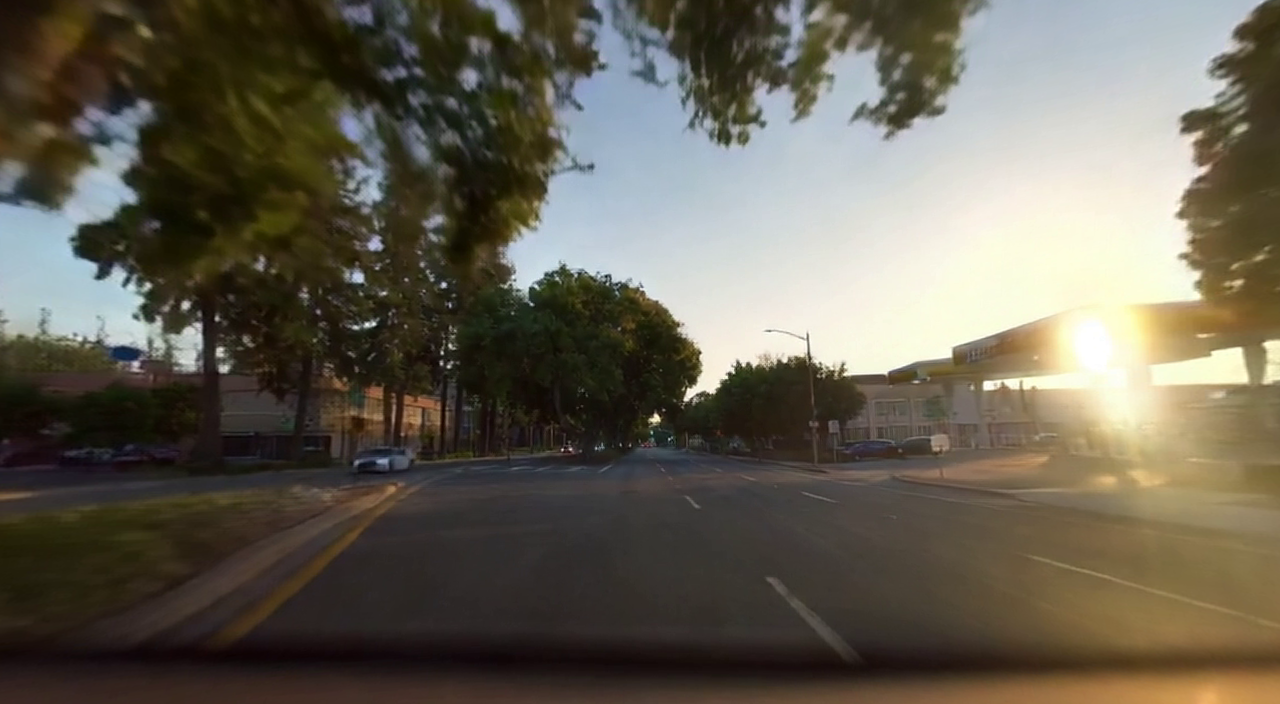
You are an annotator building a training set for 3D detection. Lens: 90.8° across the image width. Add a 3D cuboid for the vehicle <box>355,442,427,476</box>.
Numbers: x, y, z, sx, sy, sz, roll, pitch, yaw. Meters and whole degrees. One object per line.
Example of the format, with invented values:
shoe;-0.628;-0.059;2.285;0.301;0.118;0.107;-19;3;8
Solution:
vehicle;-11.902;5.126;30.506;1.725;1.507;4.251;0;-8;1
